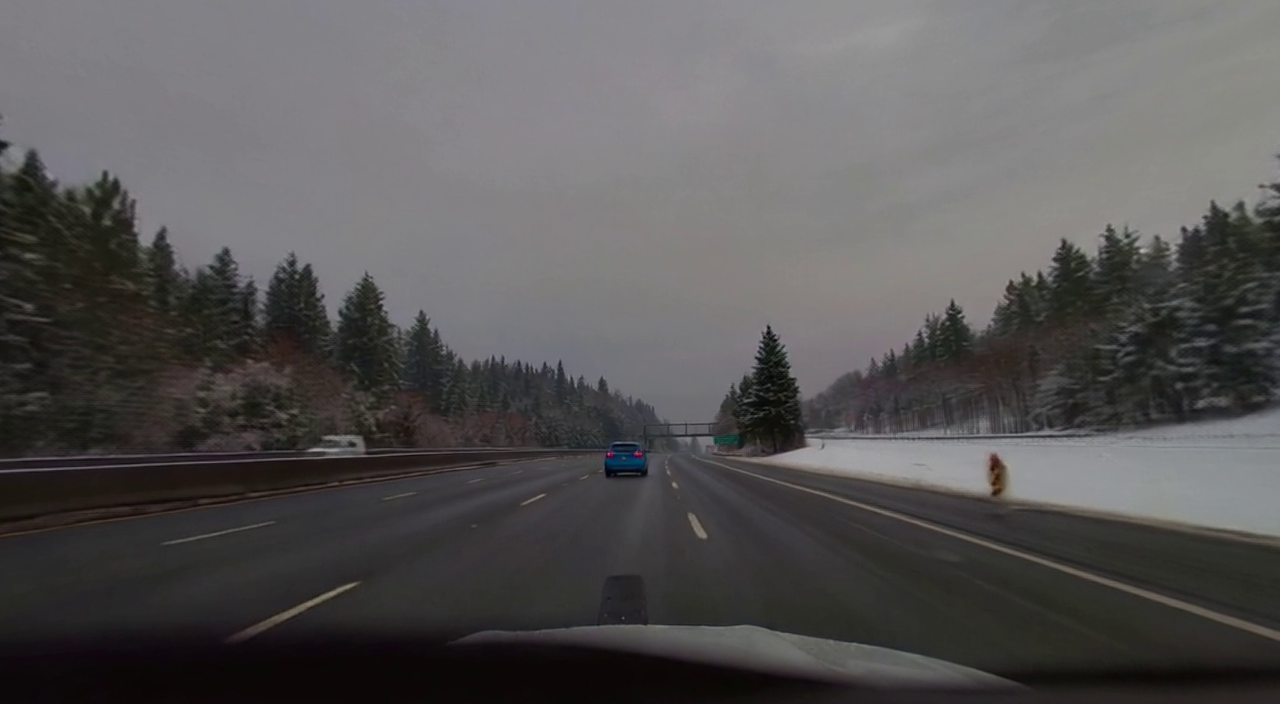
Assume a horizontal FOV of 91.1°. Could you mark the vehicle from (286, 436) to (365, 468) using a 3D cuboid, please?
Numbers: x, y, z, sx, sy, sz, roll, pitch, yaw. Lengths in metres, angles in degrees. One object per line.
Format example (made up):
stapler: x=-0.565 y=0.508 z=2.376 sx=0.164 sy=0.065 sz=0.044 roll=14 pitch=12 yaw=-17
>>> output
vehicle: x=-21.444 y=6.820 z=43.088 sx=2.342 sy=1.981 sz=5.534 roll=-1 pitch=-8 yaw=3

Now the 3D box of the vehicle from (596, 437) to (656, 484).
vehicle: x=-0.479 y=4.306 z=25.265 sx=2.133 sy=1.686 sz=4.203 roll=-1 pitch=-8 yaw=3
